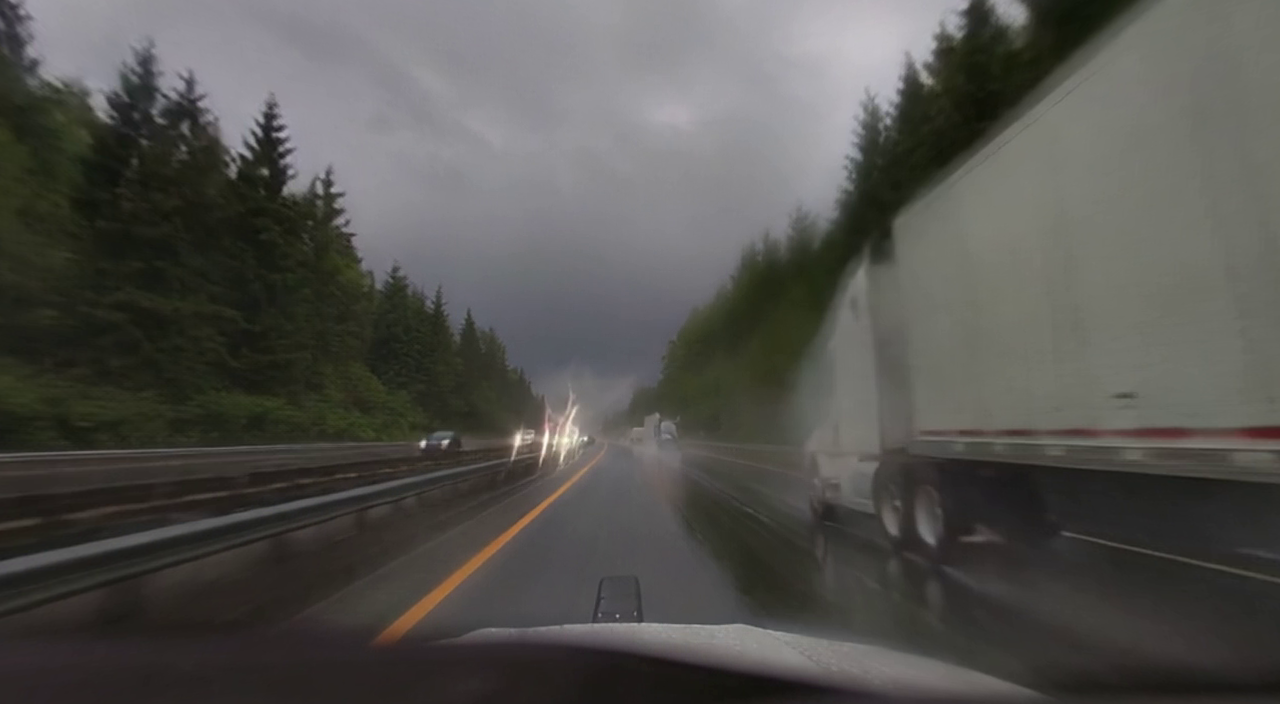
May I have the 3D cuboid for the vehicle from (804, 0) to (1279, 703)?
[{"bbox_3d":[4.267,0.014,4.704,2.967,3.980,10.471,0,-8,-2],"label":"vehicle"}]

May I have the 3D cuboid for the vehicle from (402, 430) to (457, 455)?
[{"bbox_3d":[-13.408,5.775,40.488,2.009,1.475,4.663,0,-8,-1],"label":"vehicle"}]
